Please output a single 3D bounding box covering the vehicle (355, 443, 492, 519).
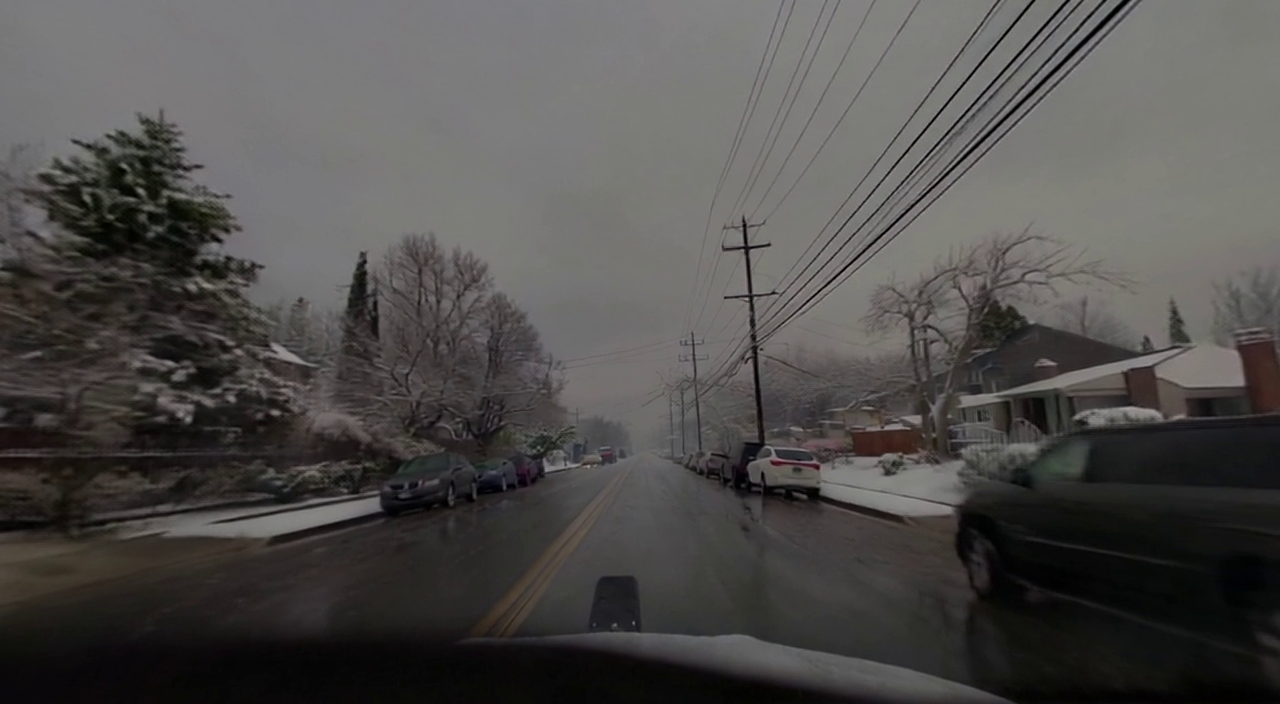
[{"bbox_3d":[-5.351,3.219,16.388,1.971,1.648,4.638,0,-9,-1],"label":"vehicle"}]

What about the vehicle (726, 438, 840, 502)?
[{"bbox_3d":[4.697,3.994,22.012,2.462,1.894,6.076,0,-9,-1],"label":"vehicle"}]

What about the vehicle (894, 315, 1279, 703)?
[{"bbox_3d":[4.382,1.098,4.606,2.547,2.075,5.693,0,-9,-2],"label":"vehicle"}]

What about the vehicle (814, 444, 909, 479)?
[{"bbox_3d":[11.861,5.862,34.040,4.388,1.790,1.958,0,-8,1],"label":"vehicle"}]
